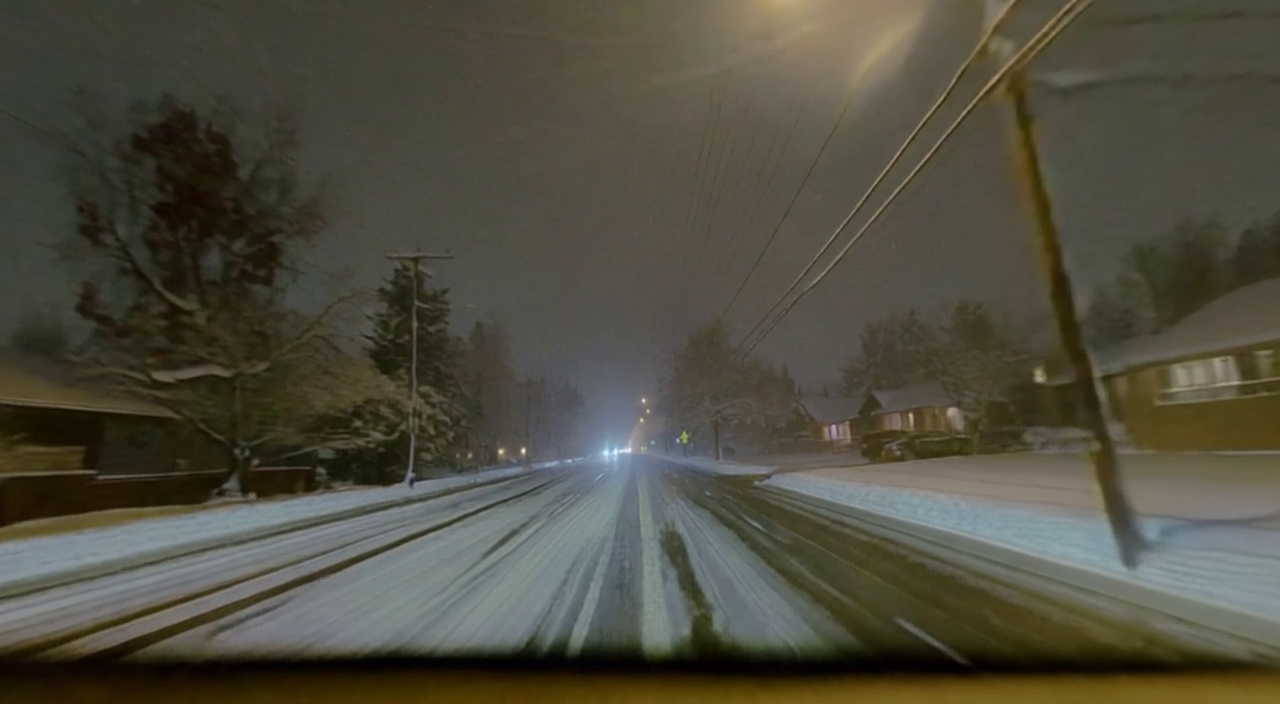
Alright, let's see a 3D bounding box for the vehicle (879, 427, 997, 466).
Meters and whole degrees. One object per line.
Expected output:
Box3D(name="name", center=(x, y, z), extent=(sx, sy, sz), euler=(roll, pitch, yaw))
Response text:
Box3D(name="vehicle", center=(14.037, 4.479, 29.862), extent=(4.512, 1.701, 2.017), euler=(-1, -8, -2))
